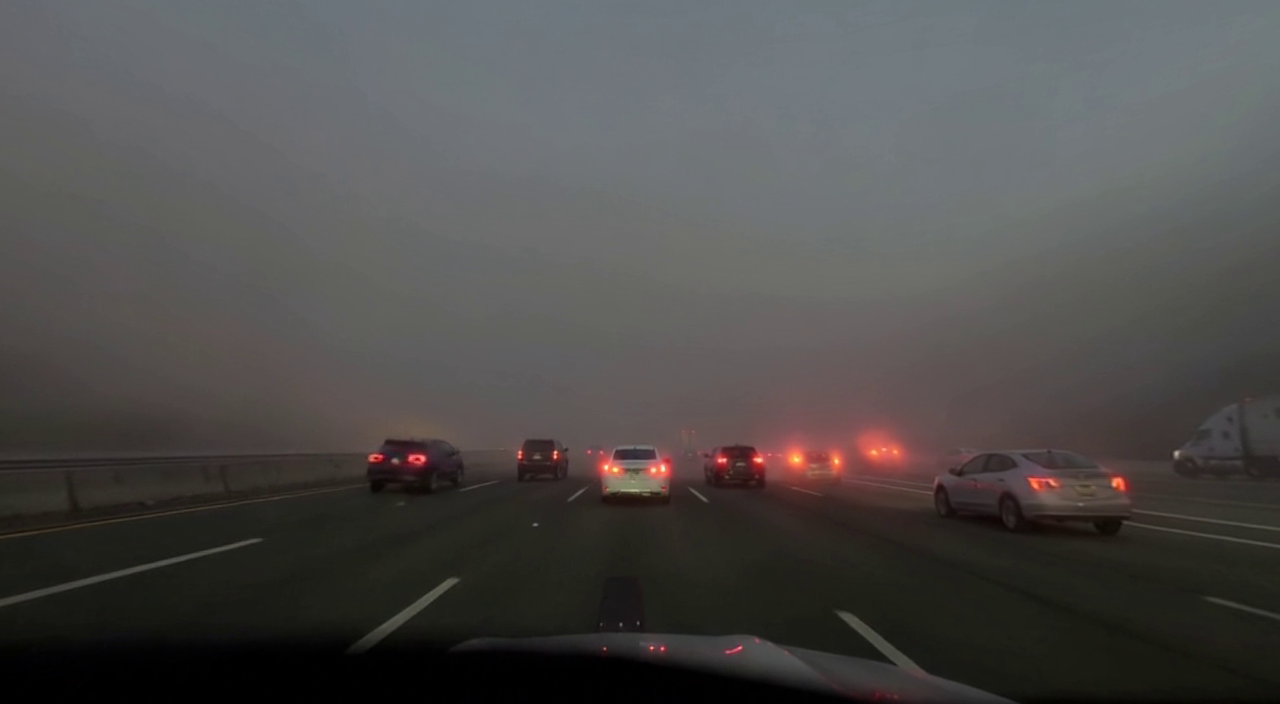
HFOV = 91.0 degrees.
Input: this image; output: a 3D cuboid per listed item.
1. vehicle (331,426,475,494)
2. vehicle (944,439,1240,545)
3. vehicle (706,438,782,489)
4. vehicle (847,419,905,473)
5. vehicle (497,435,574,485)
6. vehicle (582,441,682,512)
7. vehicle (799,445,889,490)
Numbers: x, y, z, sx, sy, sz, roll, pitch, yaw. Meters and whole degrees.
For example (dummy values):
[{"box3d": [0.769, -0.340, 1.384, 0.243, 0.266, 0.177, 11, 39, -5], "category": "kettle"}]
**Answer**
[{"box3d": [-7.843, 3.675, 21.768, 2.487, 1.986, 6.157, 0, -9, 1], "category": "vehicle"}, {"box3d": [7.628, 2.371, 11.380, 2.021, 1.505, 4.480, 0, -9, 0], "category": "vehicle"}, {"box3d": [3.637, 3.993, 22.836, 2.053, 1.666, 4.106, 0, -9, 0], "category": "vehicle"}, {"box3d": [17.375, 6.942, 46.556, 2.777, 3.740, 3.338, 1, -9, -1], "category": "vehicle"}, {"box3d": [-3.883, 4.130, 24.295, 2.079, 1.741, 4.436, 0, -9, 2], "category": "vehicle"}, {"box3d": [-0.143, 2.973, 15.501, 2.132, 1.499, 4.038, 0, -9, 1], "category": "vehicle"}, {"box3d": [7.411, 4.225, 23.359, 1.942, 1.482, 4.250, 0, -9, 0], "category": "vehicle"}]
